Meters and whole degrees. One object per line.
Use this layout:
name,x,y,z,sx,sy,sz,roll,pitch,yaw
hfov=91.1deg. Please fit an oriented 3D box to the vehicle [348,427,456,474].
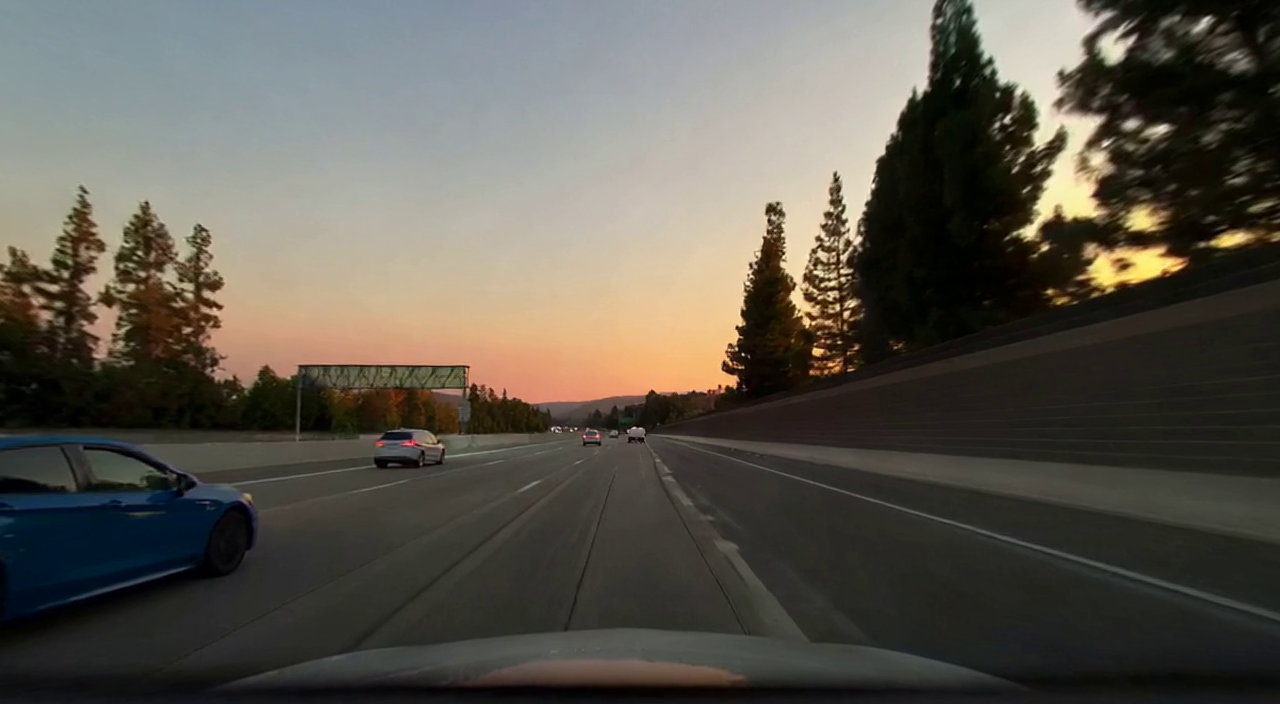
vehicle,-8.748,3.656,23.661,2.053,1.582,4.878,0,-8,1

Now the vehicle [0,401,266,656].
vehicle,-4.830,1.123,4.297,2.079,1.500,3.881,0,-8,1
